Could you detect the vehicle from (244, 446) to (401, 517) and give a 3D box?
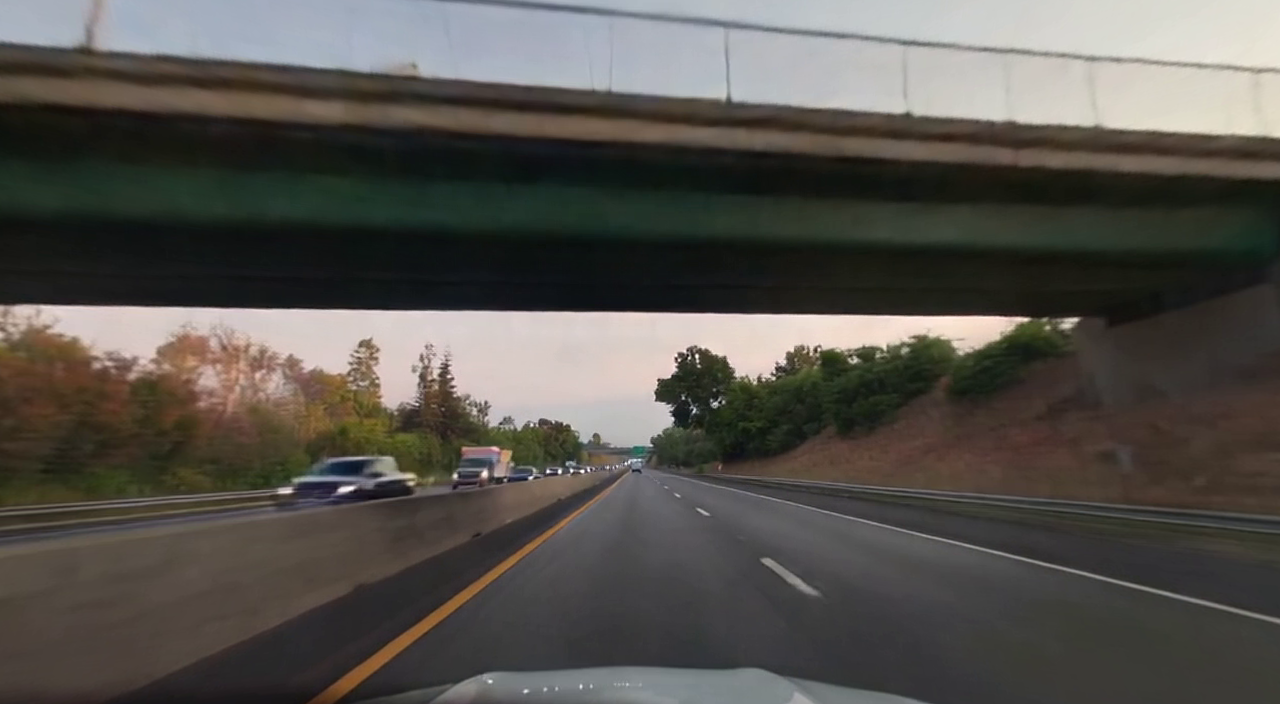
[{"bbox_3d":[-9.085,3.779,18.580,2.142,1.773,4.793,1,-10,-1],"label":"vehicle"}]

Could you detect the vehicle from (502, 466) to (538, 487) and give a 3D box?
[{"bbox_3d":[-9.230,9.613,48.606,1.919,1.507,3.887,1,-10,1],"label":"vehicle"}]
